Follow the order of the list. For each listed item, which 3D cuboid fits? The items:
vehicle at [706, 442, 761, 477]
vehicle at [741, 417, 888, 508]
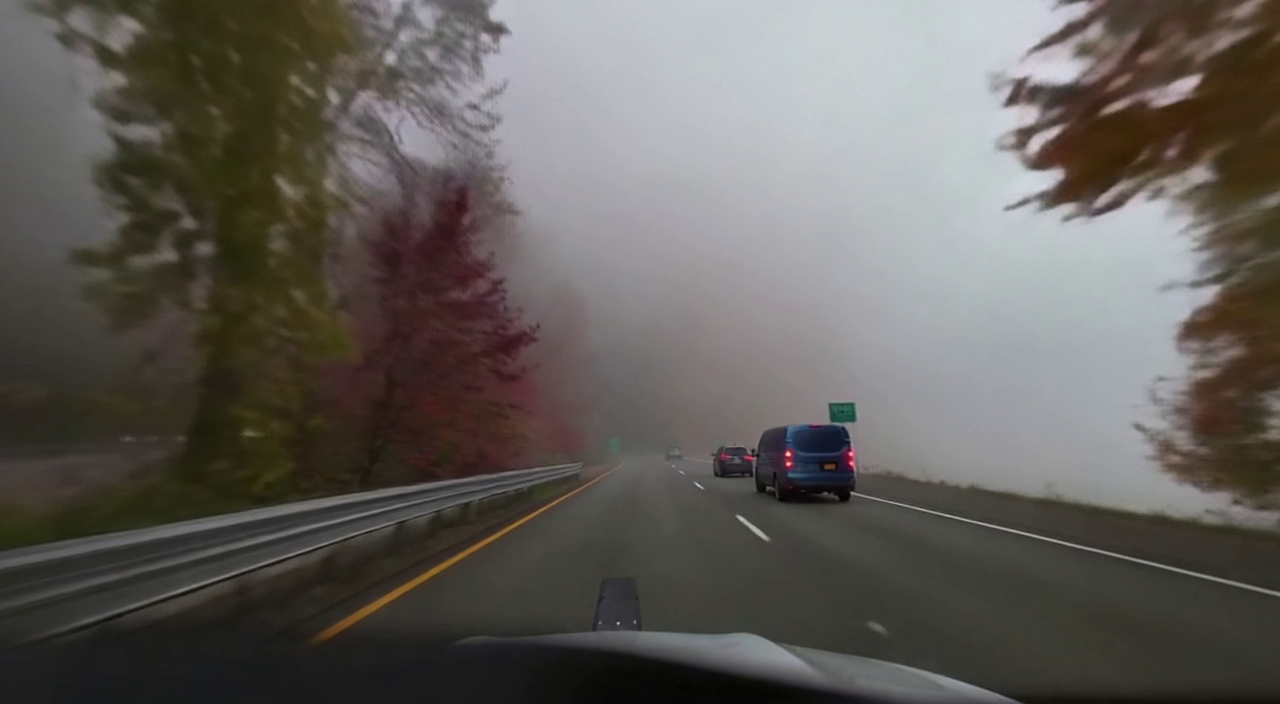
[{"bbox_3d":[4.394,5.125,29.994,1.952,1.536,4.036,0,-9,-1],"label":"vehicle"},{"bbox_3d":[4.150,2.755,15.954,2.205,1.923,4.956,0,-9,-1],"label":"vehicle"}]
